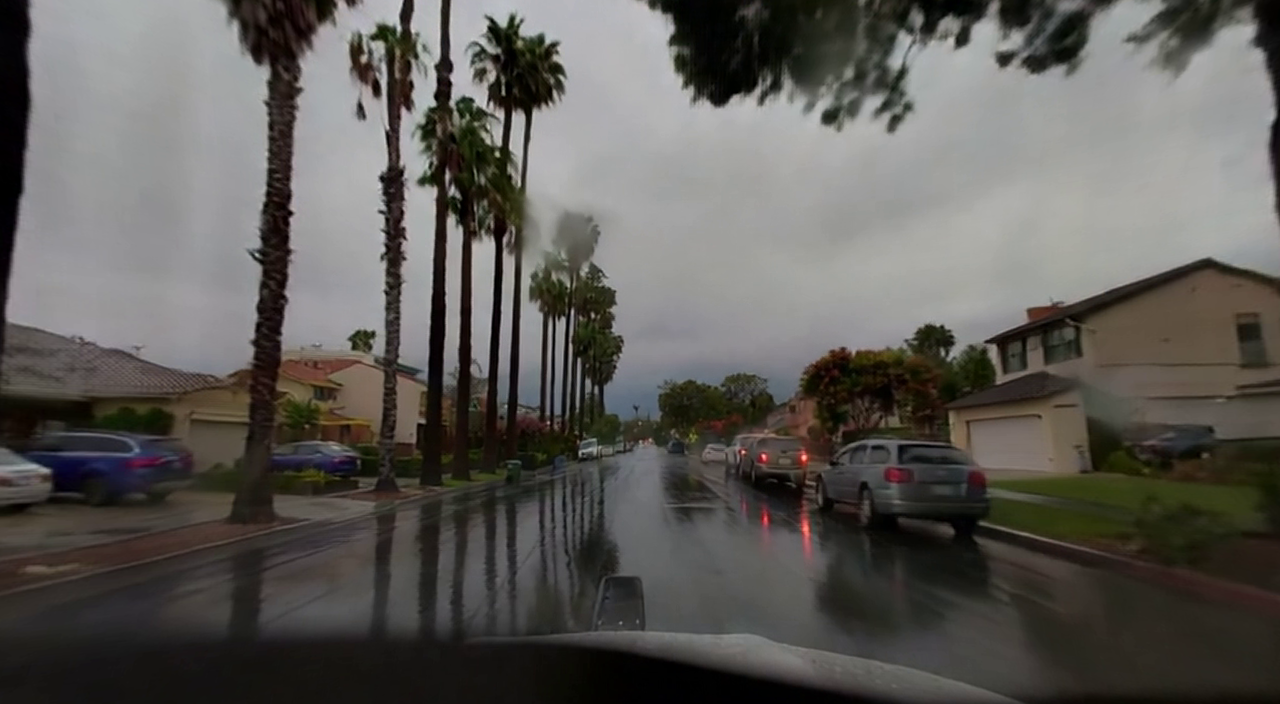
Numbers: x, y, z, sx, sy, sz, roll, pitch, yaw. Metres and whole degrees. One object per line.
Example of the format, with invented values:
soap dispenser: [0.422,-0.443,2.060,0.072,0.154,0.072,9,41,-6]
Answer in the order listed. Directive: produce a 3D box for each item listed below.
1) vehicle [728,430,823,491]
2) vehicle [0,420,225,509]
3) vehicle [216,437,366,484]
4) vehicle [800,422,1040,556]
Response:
vehicle: [4.356,3.578,21.243,2.166,1.766,5.186,0,-8,2]
vehicle: [-13.233,2.707,15.486,4.576,1.977,2.153,0,-8,3]
vehicle: [-12.961,4.032,23.676,4.448,1.679,1.972,0,-8,2]
vehicle: [4.357,2.172,10.950,1.971,1.663,5.076,2,-8,1]
